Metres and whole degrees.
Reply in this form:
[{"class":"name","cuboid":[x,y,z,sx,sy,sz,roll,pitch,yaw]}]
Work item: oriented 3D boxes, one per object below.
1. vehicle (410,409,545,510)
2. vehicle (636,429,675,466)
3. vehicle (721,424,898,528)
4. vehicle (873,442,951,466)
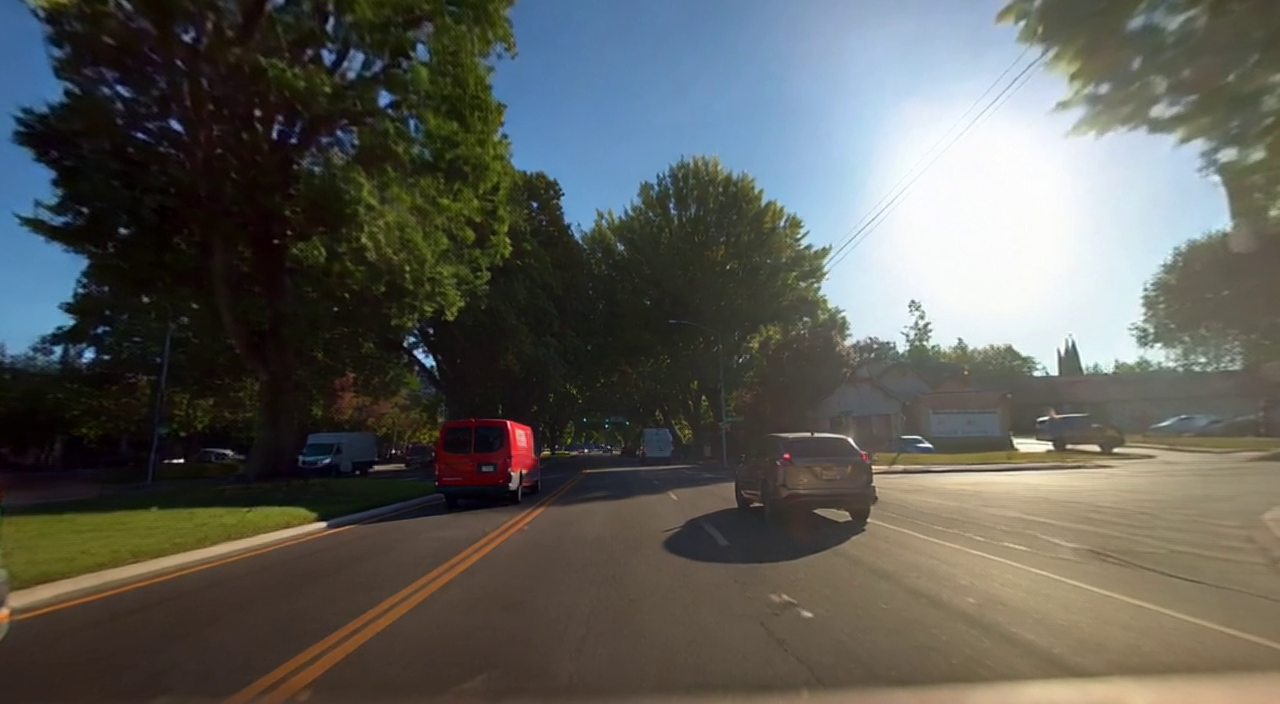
[{"class":"vehicle","cuboid":[-3.982,2.752,16.494,2.420,2.227,4.499,0,-9,-1]},{"class":"vehicle","cuboid":[1.046,7.181,47.403,2.397,2.566,5.324,0,-9,-4]},{"class":"vehicle","cuboid":[3.050,2.365,12.600,2.087,1.658,4.612,0,-9,-2]},{"class":"vehicle","cuboid":[17.591,6.597,40.980,4.210,1.480,1.922,2,-9,-11]}]
